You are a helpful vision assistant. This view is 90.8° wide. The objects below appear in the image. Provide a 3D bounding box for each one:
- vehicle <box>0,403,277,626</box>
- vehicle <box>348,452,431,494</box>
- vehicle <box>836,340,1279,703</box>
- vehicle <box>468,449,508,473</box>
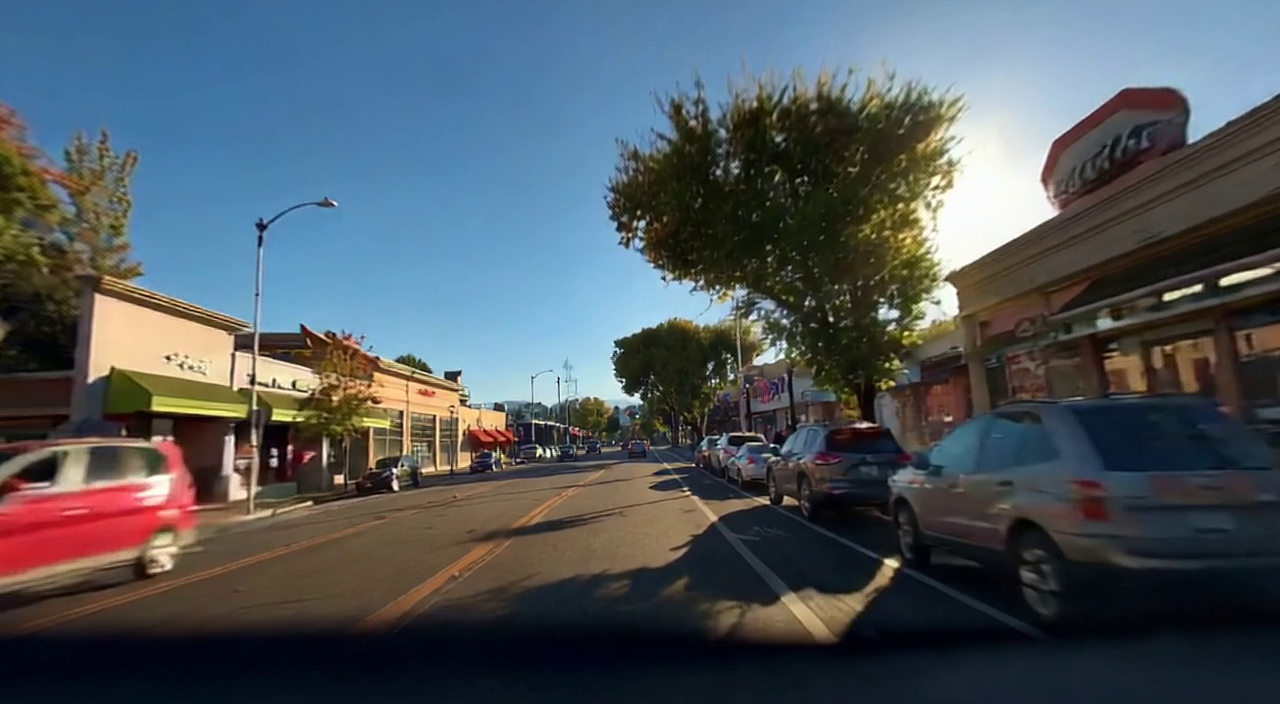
[{"bbox_3d":[-6.399,1.600,6.860,2.098,1.838,4.718,-1,-8,0],"label":"vehicle"},{"bbox_3d":[-10.797,5.204,27.533,1.930,1.621,3.853,-1,-8,2],"label":"vehicle"},{"bbox_3d":[3.897,1.304,5.992,2.164,1.880,6.057,-1,-8,1],"label":"vehicle"},{"bbox_3d":[-10.555,7.569,44.061,1.846,1.463,4.206,0,-8,-1],"label":"vehicle"}]
